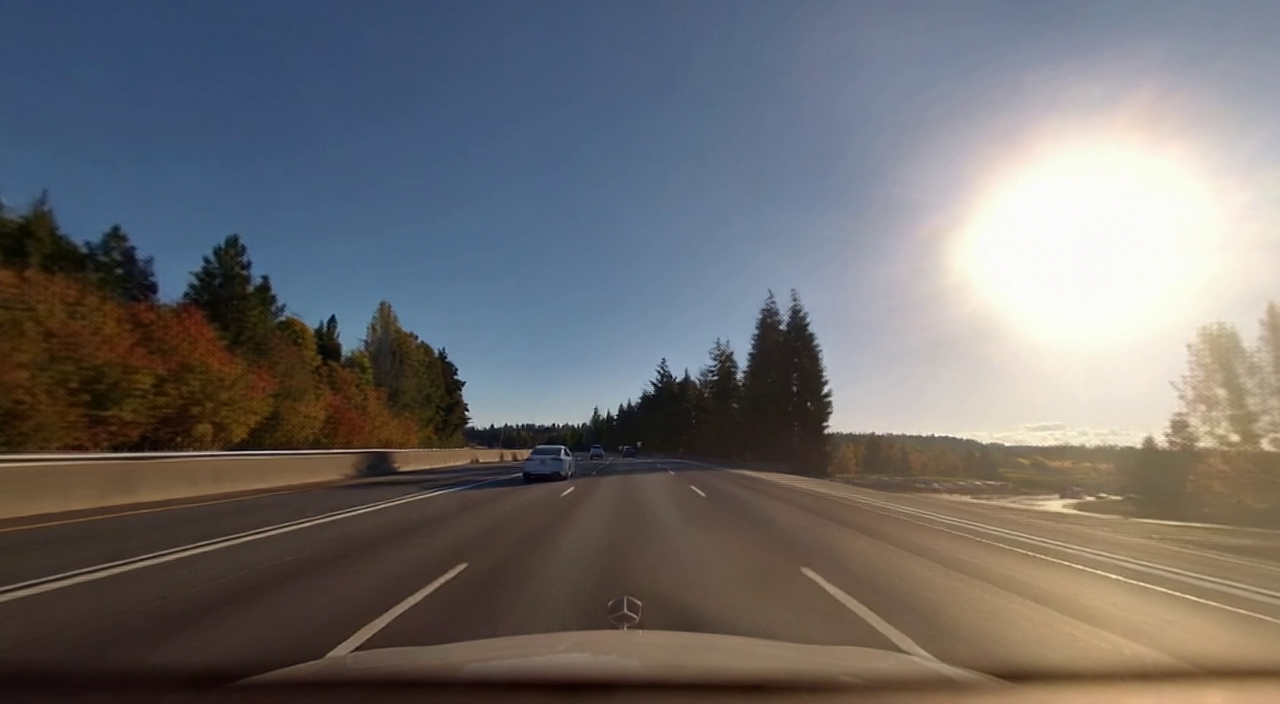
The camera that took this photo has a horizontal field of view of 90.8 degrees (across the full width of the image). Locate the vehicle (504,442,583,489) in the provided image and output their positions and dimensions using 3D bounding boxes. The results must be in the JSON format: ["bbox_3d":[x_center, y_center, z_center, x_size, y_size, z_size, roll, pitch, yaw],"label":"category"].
[{"bbox_3d":[-3.521,4.260,23.974,2.184,1.574,5.004,0,-9,0],"label":"vehicle"}]
